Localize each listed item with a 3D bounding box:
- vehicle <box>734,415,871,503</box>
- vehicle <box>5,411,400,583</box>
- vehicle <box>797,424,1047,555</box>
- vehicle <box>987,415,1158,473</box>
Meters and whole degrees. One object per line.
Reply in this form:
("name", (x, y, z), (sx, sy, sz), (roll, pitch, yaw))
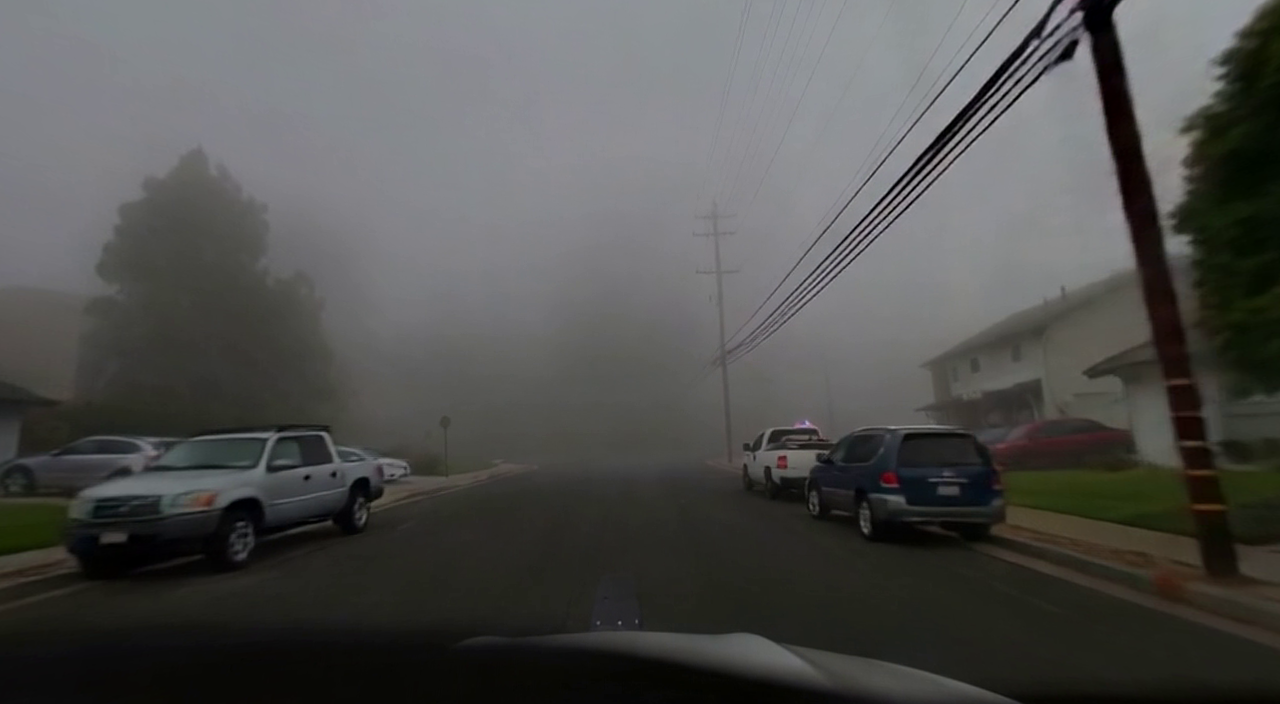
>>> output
("vehicle", (3.987, 2.757, 16.595), (2.205, 1.923, 5.178), (0, -8, 0))
("vehicle", (-6.014, 2.043, 9.968), (2.322, 1.913, 5.582), (0, -8, -1))
("vehicle", (3.893, 1.943, 9.608), (1.848, 1.550, 4.054), (0, -8, -1))
("vehicle", (15.373, 3.282, 22.609), (4.514, 1.921, 2.038), (-1, -8, 2))
